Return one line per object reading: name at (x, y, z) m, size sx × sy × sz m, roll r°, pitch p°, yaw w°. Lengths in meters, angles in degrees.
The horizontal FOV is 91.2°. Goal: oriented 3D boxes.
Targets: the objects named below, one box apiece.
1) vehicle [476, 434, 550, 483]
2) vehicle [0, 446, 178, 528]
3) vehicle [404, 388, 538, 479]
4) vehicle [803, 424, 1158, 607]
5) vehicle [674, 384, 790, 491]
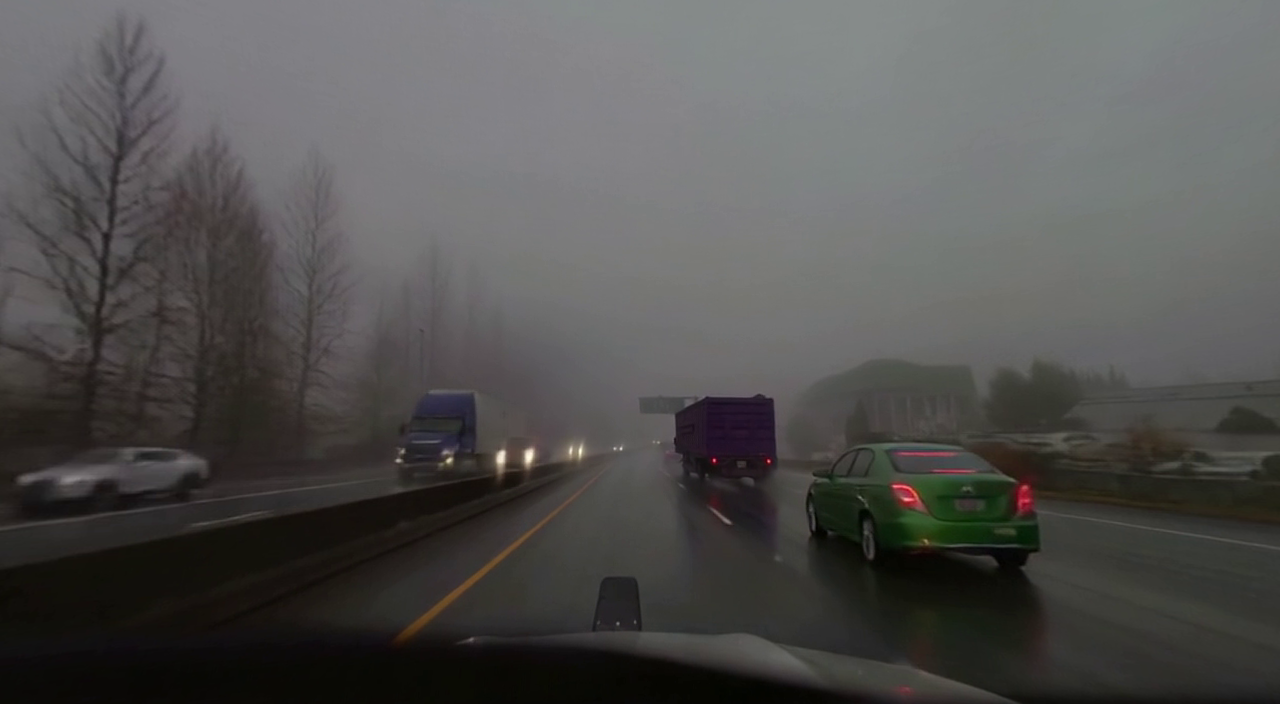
vehicle at (-5.154, 4.406, 26.173) m, size 2.038 × 1.801 × 4.594 m, roll -1°, pitch -9°, yaw 1°
vehicle at (-12.391, 2.798, 13.542) m, size 1.784 × 1.484 × 3.809 m, roll -1°, pitch -9°, yaw 1°
vehicle at (-8.885, 4.857, 36.134) m, size 2.954 × 4.061 × 15.604 m, roll -1°, pitch -9°, yaw 2°
vehicle at (3.484, 1.718, 7.446) m, size 1.971 × 1.558 × 3.834 m, roll 0°, pitch -9°, yaw -1°
vehicle at (3.444, 3.928, 28.127) m, size 2.916 × 3.563 × 14.462 m, roll 0°, pitch -9°, yaw 0°
